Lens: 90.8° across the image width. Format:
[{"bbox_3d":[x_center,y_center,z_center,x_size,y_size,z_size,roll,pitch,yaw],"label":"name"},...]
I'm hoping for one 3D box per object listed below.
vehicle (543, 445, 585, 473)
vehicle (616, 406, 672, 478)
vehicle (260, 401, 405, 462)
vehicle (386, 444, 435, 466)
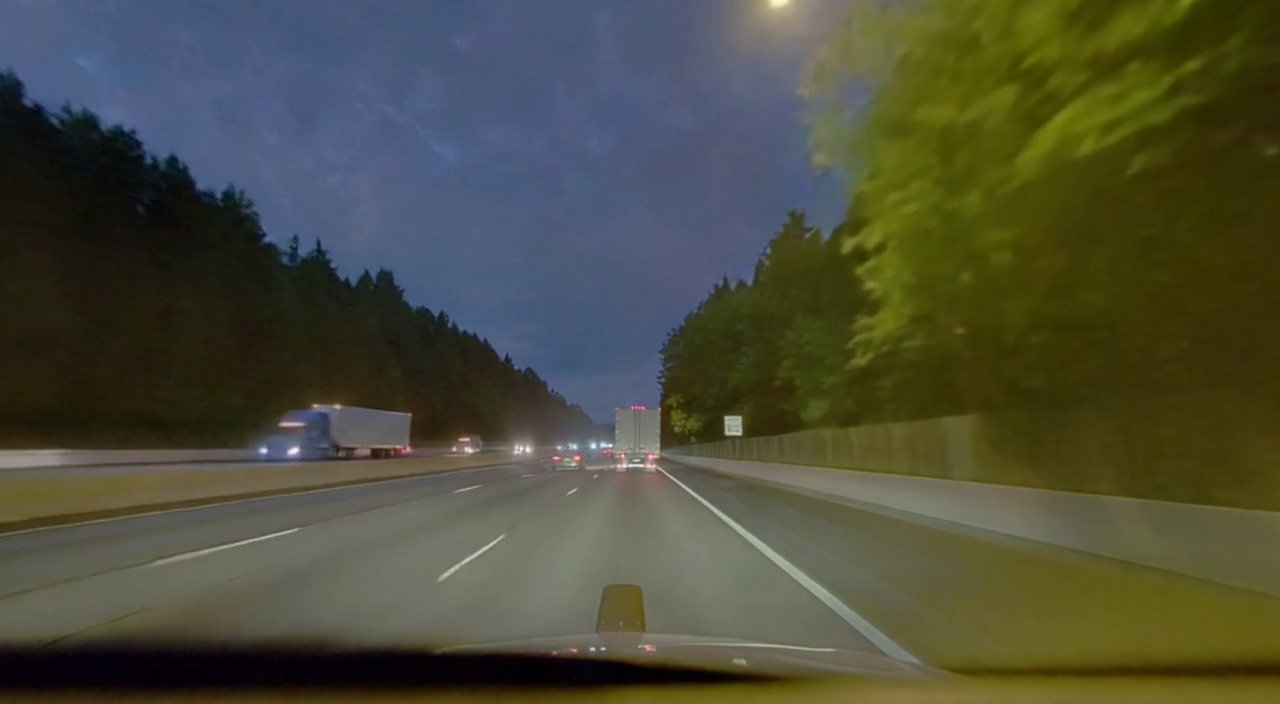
[{"bbox_3d":[-4.432,6.322,37.481,1.964,1.556,4.071,0,-9,0],"label":"vehicle"},{"bbox_3d":[0.118,5.769,39.726,2.976,3.800,12.335,0,-9,-1],"label":"vehicle"},{"bbox_3d":[-23.292,6.560,49.908,3.069,3.979,17.930,0,-9,-2],"label":"vehicle"},{"bbox_3d":[-16.169,7.290,44.678,1.840,1.474,4.451,0,-9,0],"label":"vehicle"}]
